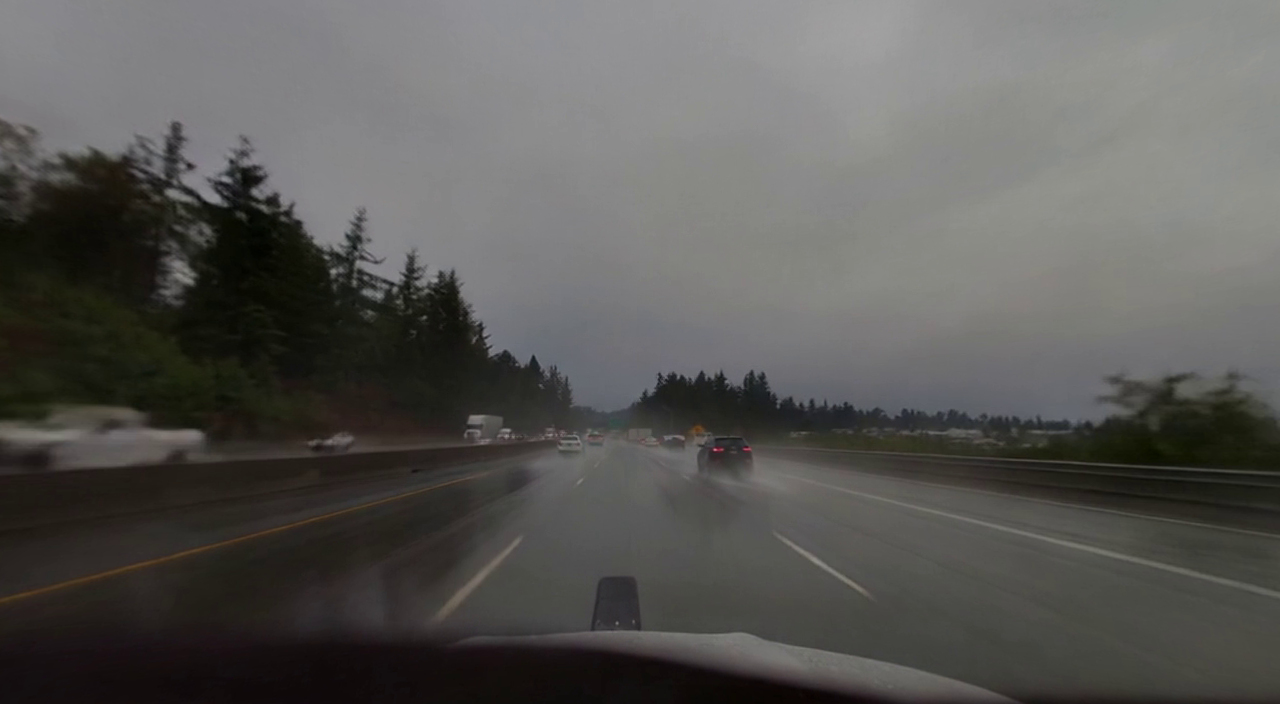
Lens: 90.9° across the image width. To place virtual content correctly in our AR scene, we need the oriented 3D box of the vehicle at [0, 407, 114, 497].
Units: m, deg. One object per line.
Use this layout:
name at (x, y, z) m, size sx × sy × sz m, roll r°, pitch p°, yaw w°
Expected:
vehicle at (-11.779, 1.720, 10.851) m, size 1.888 × 1.507 × 4.157 m, roll 0°, pitch -8°, yaw -1°

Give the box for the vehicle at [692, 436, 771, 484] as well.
vehicle at (3.012, 3.624, 21.667) m, size 1.990 × 1.480 × 3.865 m, roll 0°, pitch -8°, yaw -2°

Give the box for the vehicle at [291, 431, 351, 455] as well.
vehicle at (-20.621, 5.900, 40.914) m, size 1.837 × 1.444 × 4.153 m, roll 0°, pitch -8°, yaw -2°

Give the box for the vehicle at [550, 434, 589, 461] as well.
vehicle at (-4.401, 6.026, 40.037) m, size 2.011 × 1.614 × 4.808 m, roll 0°, pitch -8°, yaw -1°
